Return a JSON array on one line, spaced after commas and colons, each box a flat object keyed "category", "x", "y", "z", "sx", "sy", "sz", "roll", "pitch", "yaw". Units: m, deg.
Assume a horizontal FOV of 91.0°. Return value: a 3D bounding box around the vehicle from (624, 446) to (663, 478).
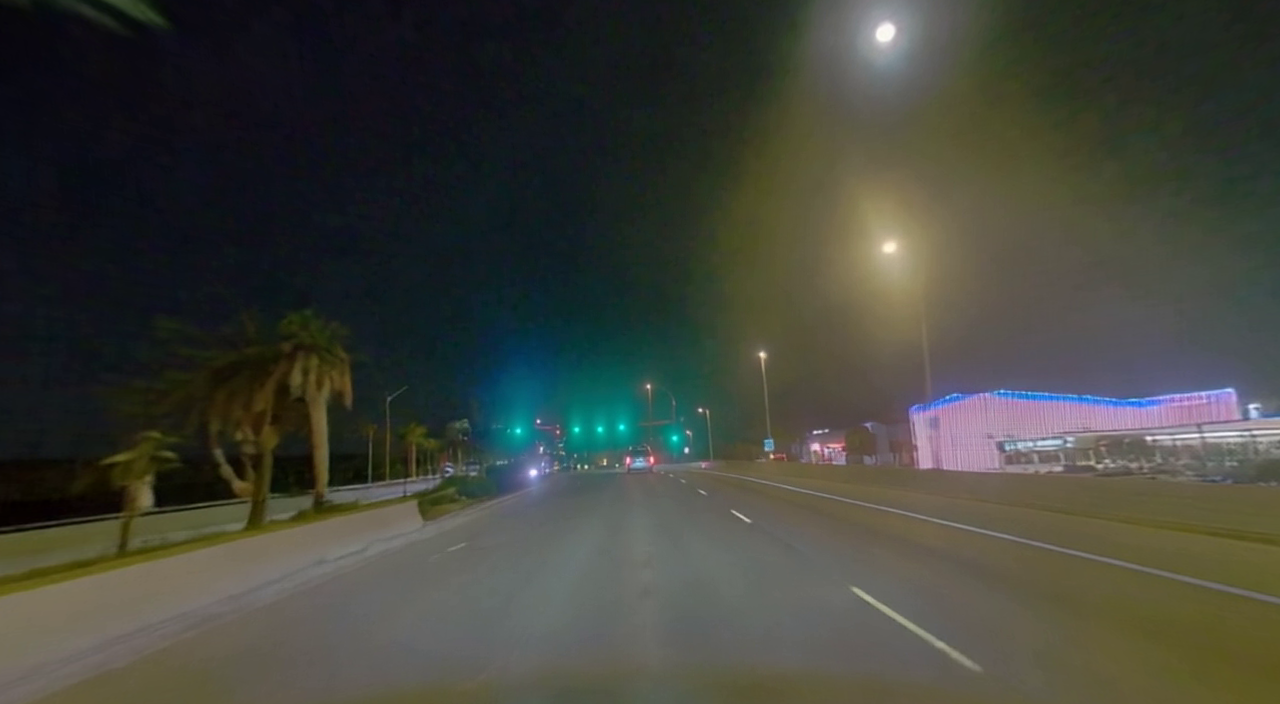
[{"category": "vehicle", "x": 0.178, "y": 6.288, "z": 36.260, "sx": 2.089, "sy": 1.718, "sz": 4.193, "roll": 0, "pitch": -9, "yaw": 0}]
